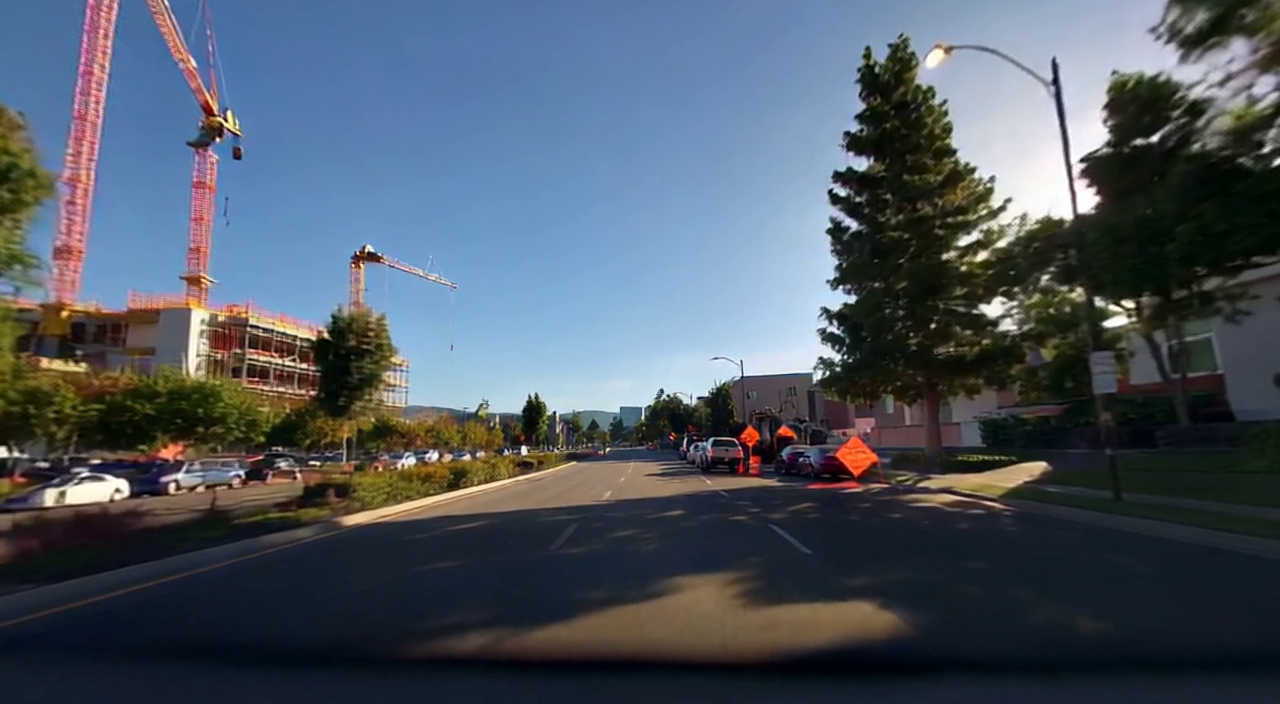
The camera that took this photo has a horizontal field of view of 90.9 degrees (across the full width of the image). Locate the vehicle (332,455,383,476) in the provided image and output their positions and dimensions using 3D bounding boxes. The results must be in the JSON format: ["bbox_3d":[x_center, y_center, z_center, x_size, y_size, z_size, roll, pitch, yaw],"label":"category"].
[{"bbox_3d":[-21.580,8.660,48.301,1.811,1.480,4.425,0,-8,0],"label":"vehicle"}]

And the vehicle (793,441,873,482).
[{"bbox_3d":[7.572,4.304,25.173,1.933,1.483,4.330,0,-8,1],"label":"vehicle"}]

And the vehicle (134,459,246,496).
[{"bbox_3d":[-21.468,5.971,30.384,1.900,1.490,4.775,0,-8,0],"label":"vehicle"}]

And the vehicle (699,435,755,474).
[{"bbox_3d":[4.407,5.249,32.597,2.050,1.832,4.794,0,-8,-2],"label":"vehicle"}]

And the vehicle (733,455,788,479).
[{"bbox_3d":[5.097,4.899,26.927,1.973,0.903,2.151,0,-8,2],"label":"vehicle"}]

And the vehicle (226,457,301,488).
[{"bbox_3d":[-21.695,6.904,36.478,1.832,1.583,4.083,0,-8,-1],"label":"vehicle"}]

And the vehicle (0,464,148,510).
[{"bbox_3d":[-21.556,5.073,24.091,1.847,1.445,4.441,0,-8,0],"label":"vehicle"}]
